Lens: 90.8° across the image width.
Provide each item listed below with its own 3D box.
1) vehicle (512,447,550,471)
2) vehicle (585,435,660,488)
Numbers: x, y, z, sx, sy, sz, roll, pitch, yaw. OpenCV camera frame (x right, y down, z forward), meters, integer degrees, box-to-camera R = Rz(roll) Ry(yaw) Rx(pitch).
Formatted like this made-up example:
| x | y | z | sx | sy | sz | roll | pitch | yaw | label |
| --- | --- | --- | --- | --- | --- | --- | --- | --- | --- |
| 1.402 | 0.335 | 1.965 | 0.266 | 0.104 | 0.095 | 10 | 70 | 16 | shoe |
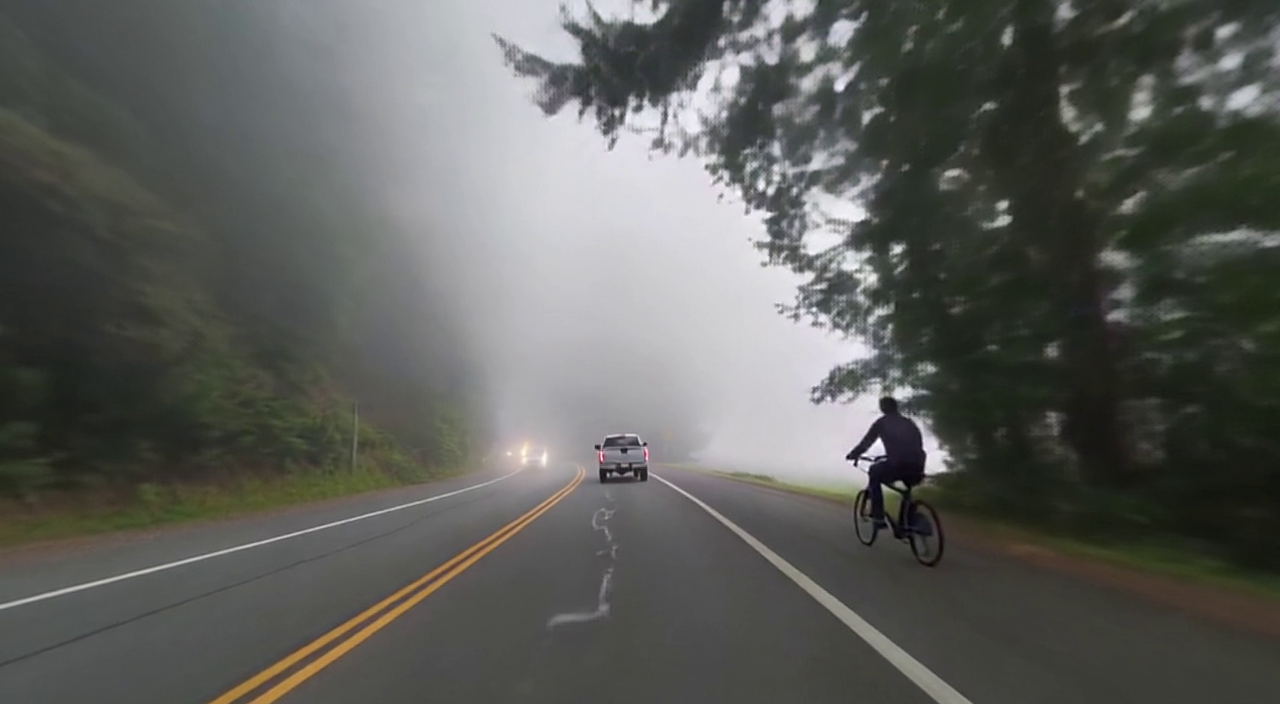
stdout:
| x | y | z | sx | sy | sz | roll | pitch | yaw | label |
| --- | --- | --- | --- | --- | --- | --- | --- | --- | --- |
| -7.381 | 7.235 | 43.024 | 2.198 | 1.459 | 4.398 | 0 | -8 | -5 | vehicle |
| -0.784 | 4.242 | 24.971 | 2.631 | 1.798 | 5.331 | 0 | -8 | -4 | vehicle |
